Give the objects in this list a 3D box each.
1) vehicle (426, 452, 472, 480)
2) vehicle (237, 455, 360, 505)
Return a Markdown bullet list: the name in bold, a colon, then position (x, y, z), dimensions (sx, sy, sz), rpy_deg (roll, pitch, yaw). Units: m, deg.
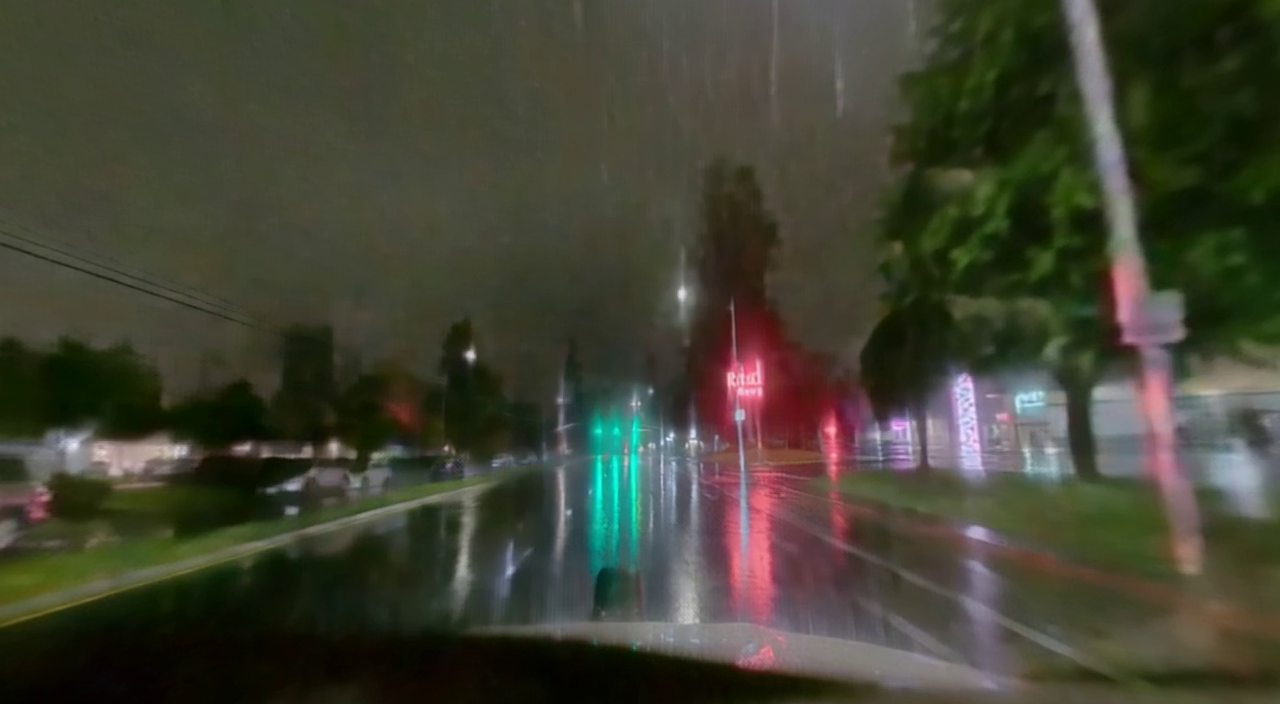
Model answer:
- **vehicle**: position (-12.842, 7.658, 42.619), dimensions (1.953, 1.558, 3.839), rpy_deg (-5, -8, -2)
- **vehicle**: position (-12.494, 4.668, 23.562), dimensions (1.897, 1.564, 4.875), rpy_deg (0, -9, -1)
